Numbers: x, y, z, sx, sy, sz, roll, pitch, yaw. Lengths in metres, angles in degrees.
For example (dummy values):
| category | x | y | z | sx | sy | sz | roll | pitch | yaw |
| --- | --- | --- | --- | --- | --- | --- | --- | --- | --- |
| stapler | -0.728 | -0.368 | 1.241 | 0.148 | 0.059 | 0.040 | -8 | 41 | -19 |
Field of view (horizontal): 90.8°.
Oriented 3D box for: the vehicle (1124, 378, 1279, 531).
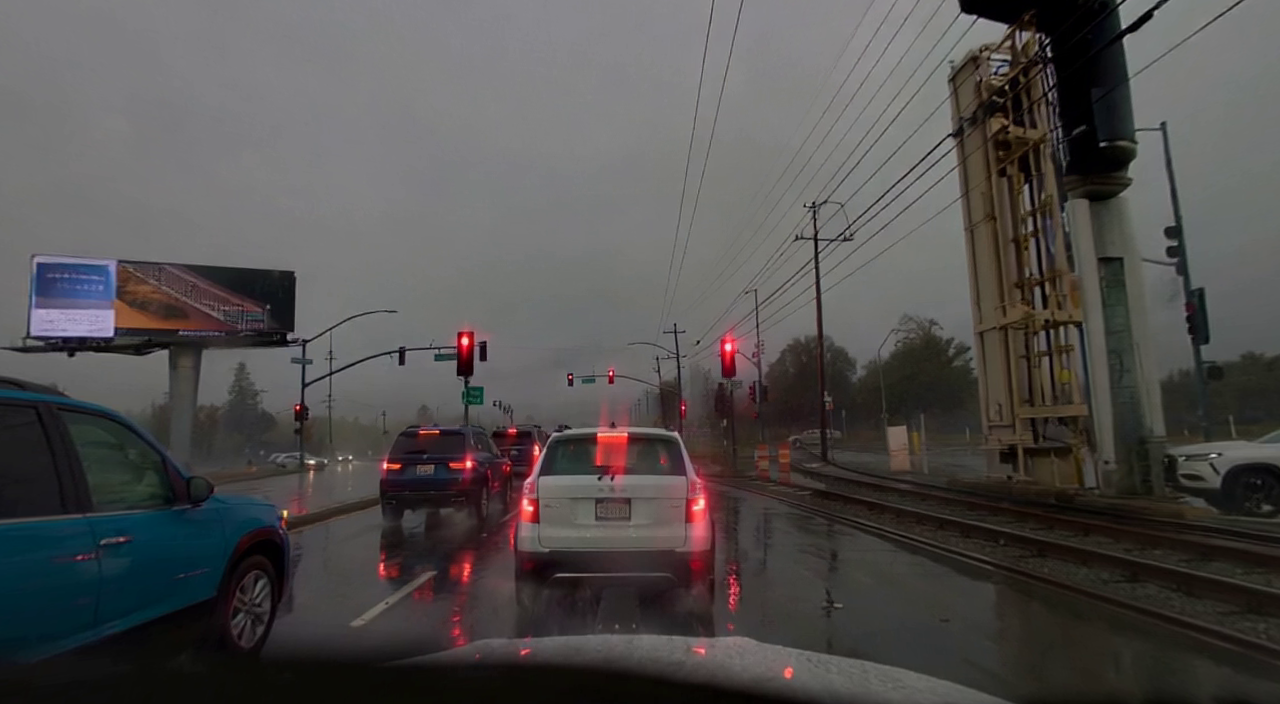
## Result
| category | x | y | z | sx | sy | sz | roll | pitch | yaw |
| --- | --- | --- | --- | --- | --- | --- | --- | --- | --- |
| vehicle | 9.608 | 1.310 | 8.200 | 5.060 | 1.702 | 2.033 | 1 | -9 | -4 |

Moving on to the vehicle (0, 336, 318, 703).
| category | x | y | z | sx | sy | sz | roll | pitch | yaw |
| --- | --- | --- | --- | --- | --- | --- | --- | --- | --- |
| vehicle | -3.936 | 0.874 | 3.059 | 2.052 | 1.814 | 5.184 | 0 | -9 | -1 |

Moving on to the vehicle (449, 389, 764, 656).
| category | x | y | z | sx | sy | sz | roll | pitch | yaw |
| --- | --- | --- | --- | --- | --- | --- | --- | --- | --- |
| vehicle | -0.215 | 1.379 | 5.997 | 2.025 | 1.723 | 3.644 | 0 | -9 | 0 |

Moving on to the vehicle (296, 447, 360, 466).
| category | x | y | z | sx | sy | sz | roll | pitch | yaw |
| --- | --- | --- | --- | --- | --- | --- | --- | --- | --- |
| vehicle | -24.208 | 8.095 | 49.074 | 4.357 | 1.444 | 1.842 | -3 | -9 | 19 |

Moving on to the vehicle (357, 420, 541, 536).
| category | x | y | z | sx | sy | sz | roll | pitch | yaw |
| --- | --- | --- | --- | --- | --- | --- | --- | --- | --- |
| vehicle | -3.158 | 2.183 | 11.514 | 1.988 | 1.678 | 4.317 | 0 | -9 | 0 |
